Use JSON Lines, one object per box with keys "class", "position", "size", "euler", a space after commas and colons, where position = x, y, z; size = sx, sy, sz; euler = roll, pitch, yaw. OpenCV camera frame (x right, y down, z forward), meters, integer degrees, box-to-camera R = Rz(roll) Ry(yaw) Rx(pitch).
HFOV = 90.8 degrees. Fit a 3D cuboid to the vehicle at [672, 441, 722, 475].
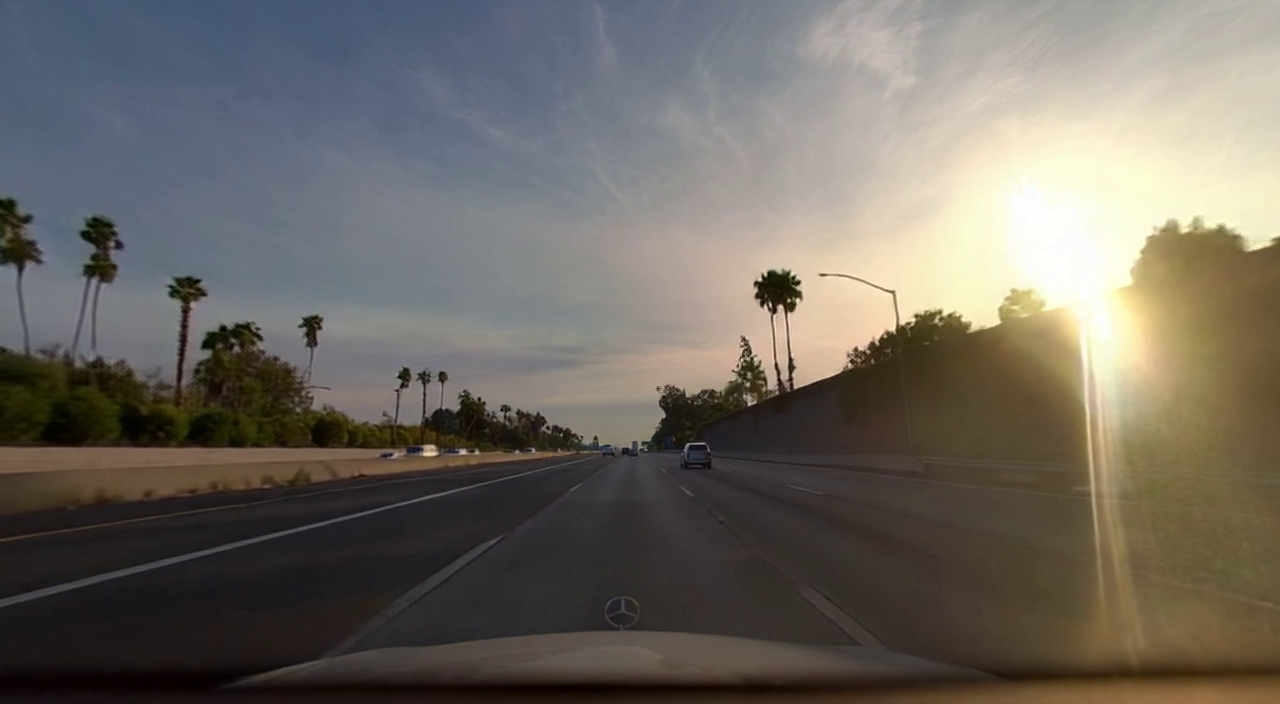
{"class": "vehicle", "position": [2.999, 5.671, 34.072], "size": [2.130, 1.677, 4.317], "euler": [0, -9, -2]}
